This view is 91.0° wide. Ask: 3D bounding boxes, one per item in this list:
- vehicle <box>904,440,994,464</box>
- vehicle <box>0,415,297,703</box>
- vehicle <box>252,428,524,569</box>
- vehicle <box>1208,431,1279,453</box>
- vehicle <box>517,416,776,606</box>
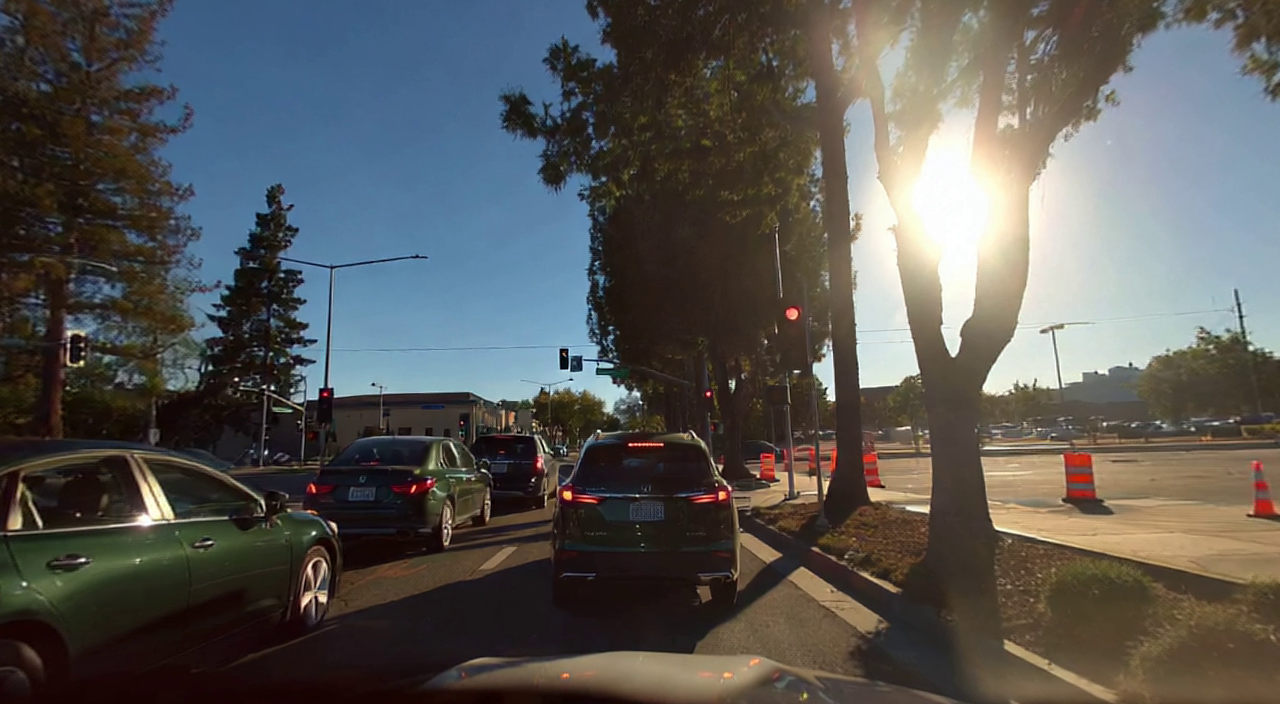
[{"bbox_3d":[20.076,6.502,41.052,4.807,1.504,1.837,0,-9,2],"label":"vehicle"},{"bbox_3d":[-3.585,0.948,2.166,2.064,1.497,4.722,0,-9,1],"label":"vehicle"},{"bbox_3d":[-3.267,1.996,9.445,1.989,1.541,4.626,0,-9,3],"label":"vehicle"},{"bbox_3d":[48.263,7.159,49.878,4.672,1.676,1.867,1,-9,0],"label":"vehicle"},{"bbox_3d":[0.100,1.621,7.212,2.167,1.560,3.676,0,-9,1],"label":"vehicle"}]
